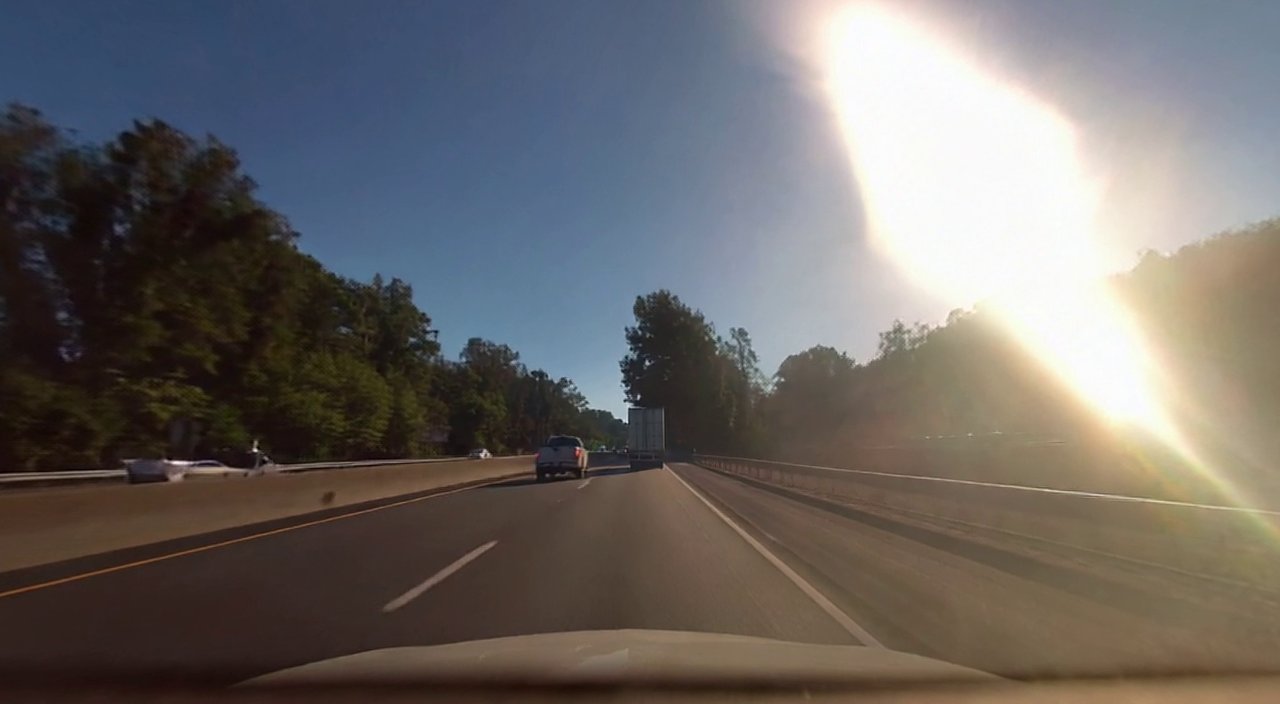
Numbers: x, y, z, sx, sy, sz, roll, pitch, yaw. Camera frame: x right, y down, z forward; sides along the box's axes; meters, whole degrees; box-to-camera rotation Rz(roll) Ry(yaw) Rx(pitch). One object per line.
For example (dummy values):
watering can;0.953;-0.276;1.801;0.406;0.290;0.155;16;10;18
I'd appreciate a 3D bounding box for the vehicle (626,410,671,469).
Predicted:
vehicle;0.523;6.670;47.472;3.024;3.965;10.399;0;-9;0

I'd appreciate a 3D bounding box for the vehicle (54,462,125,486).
vehicle;-36.618;8.086;42.057;1.854;1.431;4.297;3;-9;-17

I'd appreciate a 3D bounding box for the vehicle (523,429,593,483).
vehicle;-3.558;4.681;28.519;2.283;2.156;5.546;0;-9;1
